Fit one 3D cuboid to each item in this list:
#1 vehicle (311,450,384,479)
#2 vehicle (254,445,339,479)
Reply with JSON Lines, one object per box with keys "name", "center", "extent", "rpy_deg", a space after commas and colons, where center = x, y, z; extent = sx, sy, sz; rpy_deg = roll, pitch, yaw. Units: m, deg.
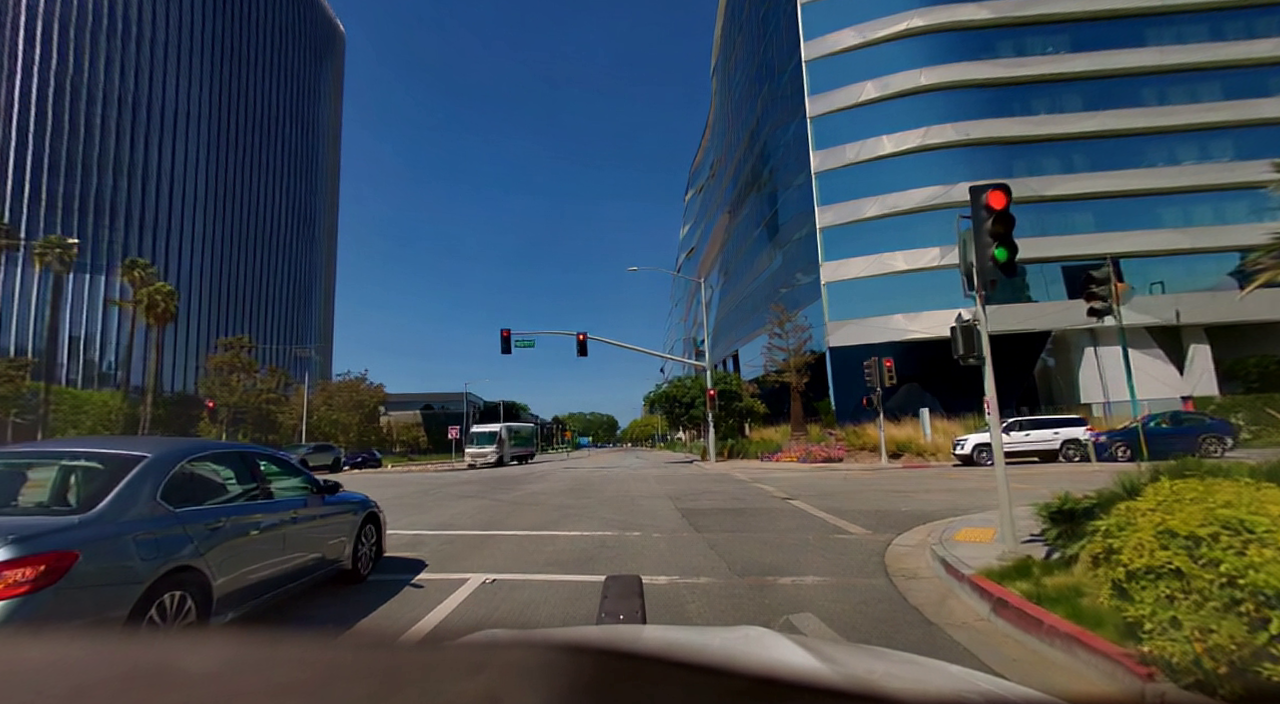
{"name": "vehicle", "center": [-15.360, 5.917, 33.335], "extent": [1.875, 1.389, 3.784], "rpy_deg": [0, -9, 3]}
{"name": "vehicle", "center": [-19.080, 6.109, 35.250], "extent": [2.017, 1.739, 4.569], "rpy_deg": [0, -9, 1]}
